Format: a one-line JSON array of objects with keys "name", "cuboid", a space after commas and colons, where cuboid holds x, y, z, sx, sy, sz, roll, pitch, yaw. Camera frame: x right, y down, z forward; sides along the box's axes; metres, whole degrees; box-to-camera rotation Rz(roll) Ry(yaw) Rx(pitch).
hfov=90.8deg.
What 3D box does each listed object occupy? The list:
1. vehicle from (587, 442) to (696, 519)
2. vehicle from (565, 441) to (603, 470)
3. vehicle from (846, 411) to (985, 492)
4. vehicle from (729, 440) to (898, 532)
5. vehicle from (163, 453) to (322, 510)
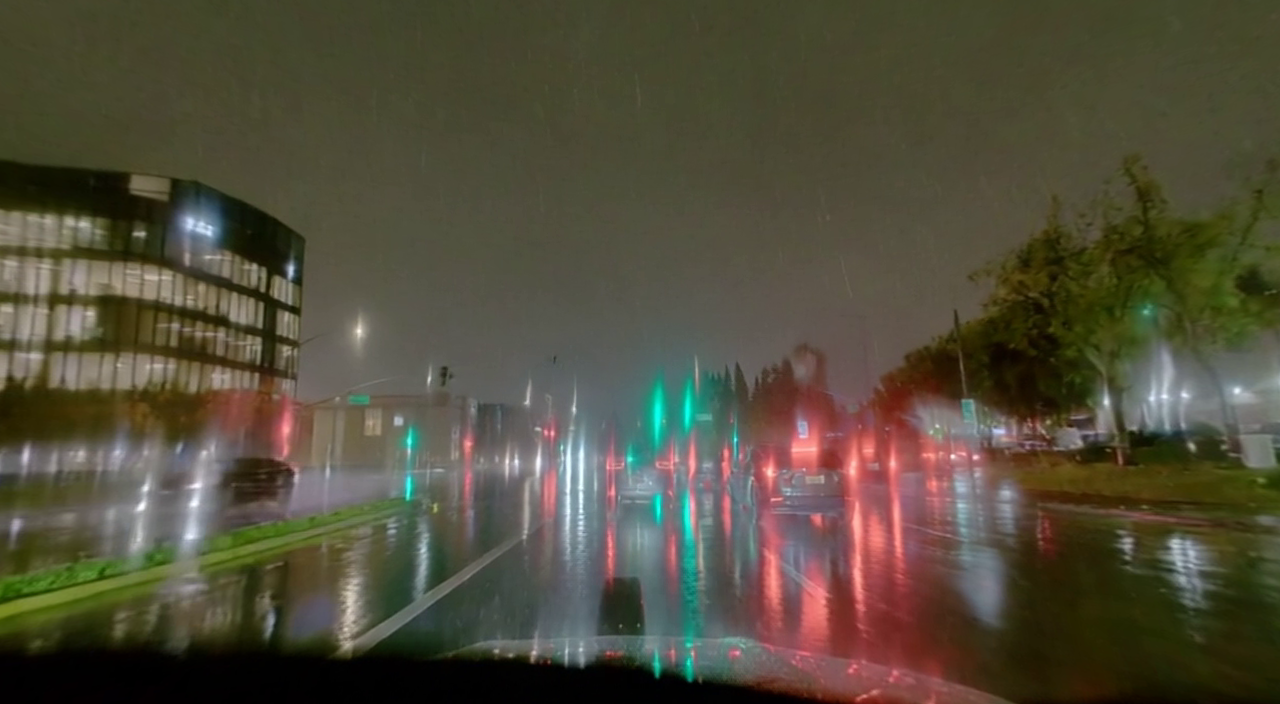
[{"name": "vehicle", "cuboid": [-0.019, 2.812, 14.436, 2.105, 1.474, 4.127, 0, -8, -1]}, {"name": "vehicle", "cuboid": [-4.008, 7.507, 46.072, 2.326, 1.958, 5.183, 0, -8, 0]}, {"name": "vehicle", "cuboid": [10.083, 3.735, 23.956, 2.238, 2.594, 6.607, 0, -8, 0]}, {"name": "vehicle", "cuboid": [3.171, 2.539, 12.691, 1.995, 1.483, 4.533, 0, -8, -2]}, {"name": "vehicle", "cuboid": [-12.280, 3.991, 19.997, 2.020, 1.533, 4.620, 0, -8, 0]}]
